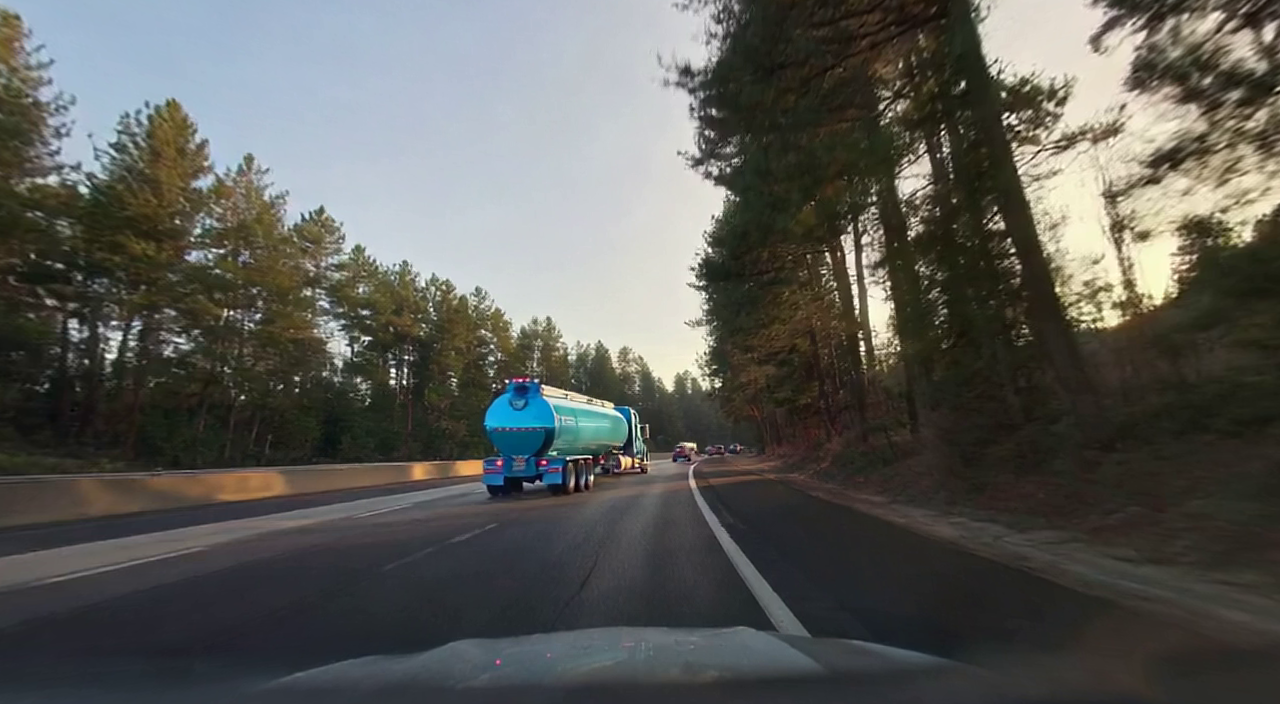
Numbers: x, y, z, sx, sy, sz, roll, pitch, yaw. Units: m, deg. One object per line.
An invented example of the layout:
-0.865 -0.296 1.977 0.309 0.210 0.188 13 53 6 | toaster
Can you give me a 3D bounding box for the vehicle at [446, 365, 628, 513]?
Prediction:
-2.770 3.155 22.842 2.907 3.747 13.318 -1 -8 7 | vehicle
